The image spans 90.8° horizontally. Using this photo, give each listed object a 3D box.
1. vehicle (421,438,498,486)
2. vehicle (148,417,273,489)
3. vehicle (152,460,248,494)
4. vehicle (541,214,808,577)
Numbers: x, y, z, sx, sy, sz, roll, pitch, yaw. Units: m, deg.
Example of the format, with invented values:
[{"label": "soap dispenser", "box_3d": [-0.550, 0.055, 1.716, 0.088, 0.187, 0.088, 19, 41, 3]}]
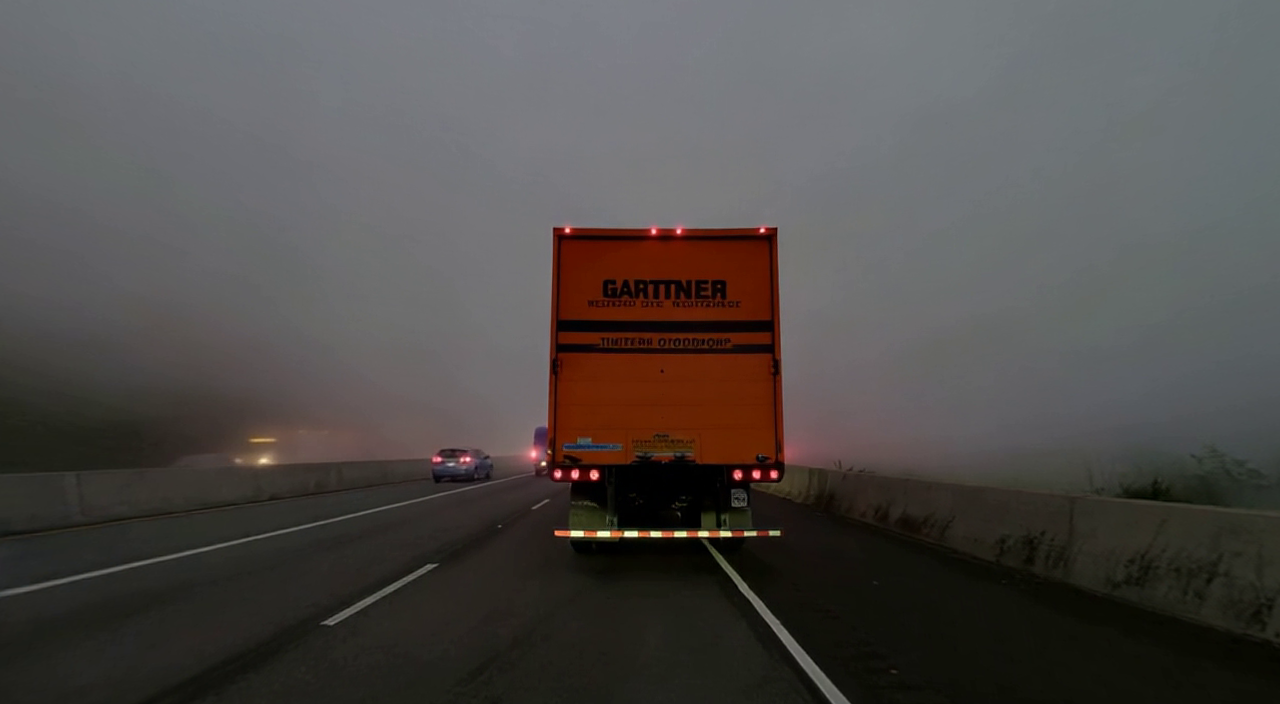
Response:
[{"label": "vehicle", "box_3d": [-8.560, 5.277, 30.537, 2.174, 2.059, 5.314, 0, -9, 0]}, {"label": "vehicle", "box_3d": [-25.303, 6.025, 37.617, 2.982, 3.901, 5.976, 0, -9, 0]}, {"label": "vehicle", "box_3d": [-20.544, 5.843, 29.658, 1.851, 1.430, 3.604, 0, -9, 0]}, {"label": "vehicle", "box_3d": [0.482, 1.233, 12.276, 2.853, 4.054, 10.557, 0, -9, 1]}]
